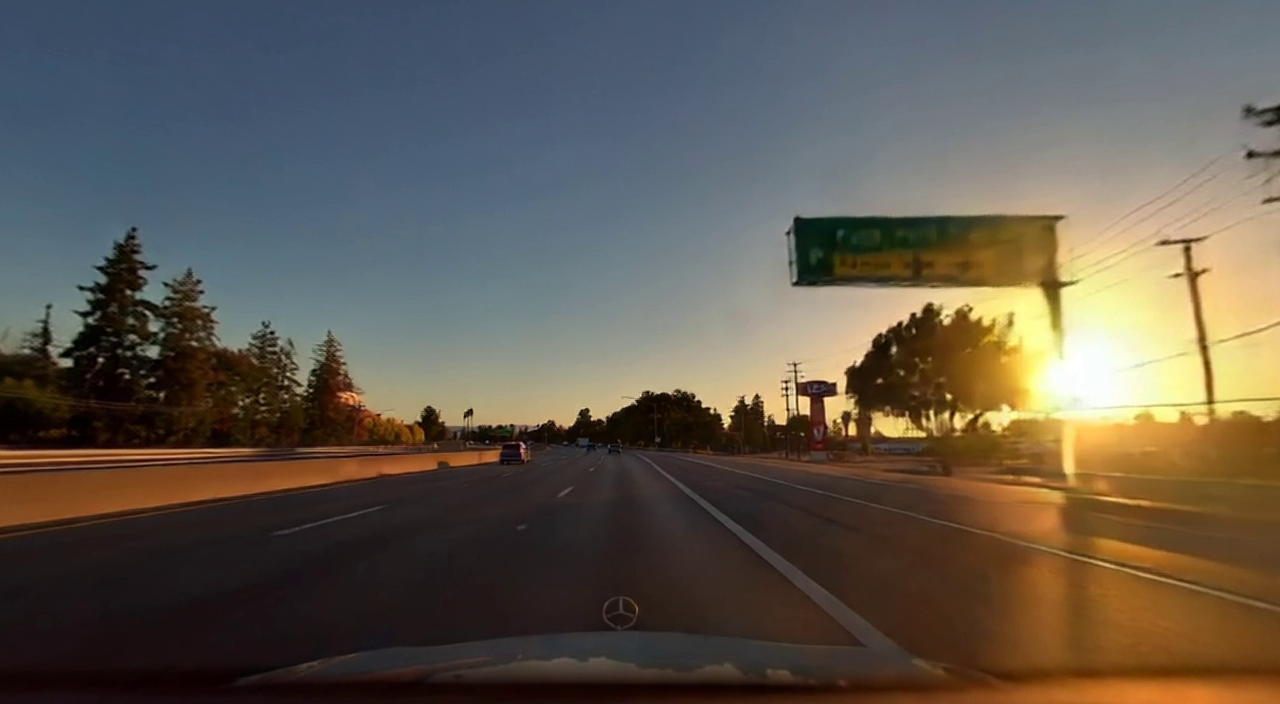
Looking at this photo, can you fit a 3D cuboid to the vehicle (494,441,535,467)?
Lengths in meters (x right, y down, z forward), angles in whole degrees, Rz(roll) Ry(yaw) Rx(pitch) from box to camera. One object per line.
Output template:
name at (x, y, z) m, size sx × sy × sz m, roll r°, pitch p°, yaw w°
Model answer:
vehicle at (-8.612, 7.008, 43.730) m, size 2.053 × 1.682 × 4.423 m, roll 0°, pitch -8°, yaw -1°
